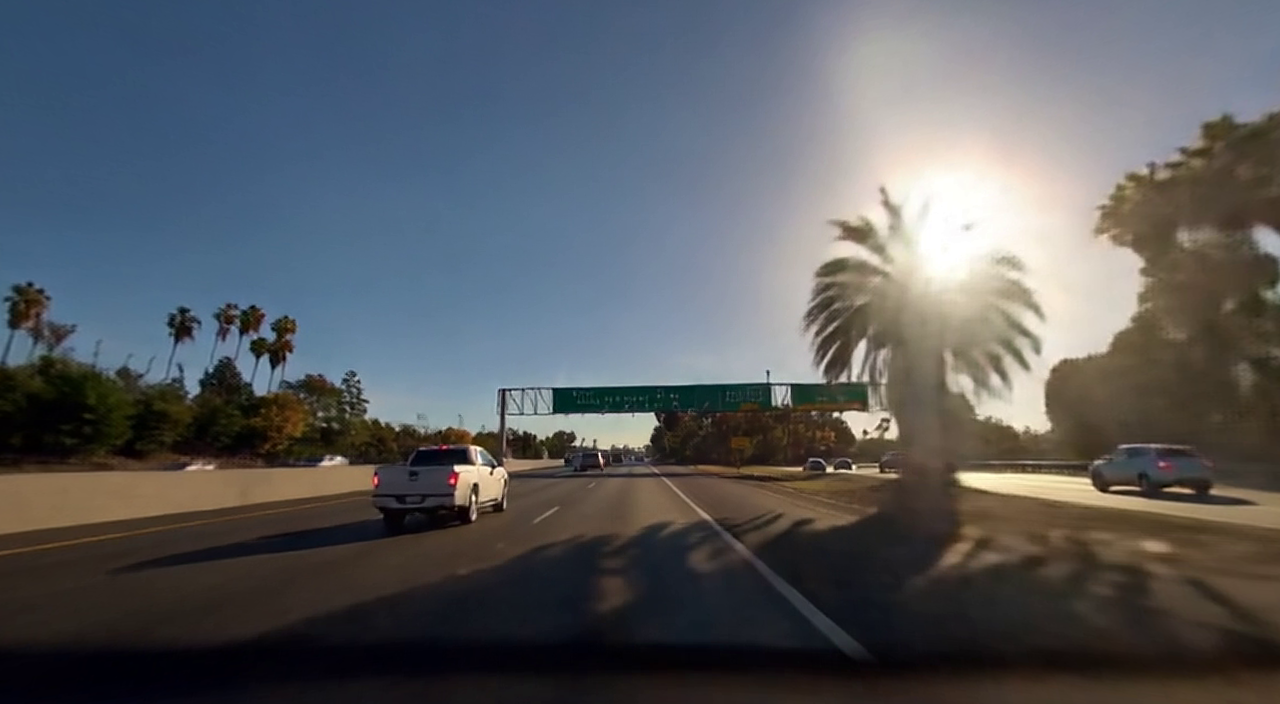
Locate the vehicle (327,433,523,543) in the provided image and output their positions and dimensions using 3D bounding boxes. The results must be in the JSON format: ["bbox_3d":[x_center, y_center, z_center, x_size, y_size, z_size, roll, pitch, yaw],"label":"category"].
[{"bbox_3d":[-3.925,2.568,12.605,2.162,1.747,4.791,0,-9,1],"label":"vehicle"}]

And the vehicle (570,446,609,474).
[{"bbox_3d":[-3.731,8.096,47.388,2.420,1.937,5.916,0,-9,0],"label":"vehicle"}]

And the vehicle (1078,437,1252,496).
[{"bbox_3d":[17.526,3.836,21.448,1.991,1.755,4.836,-1,-9,4],"label":"vehicle"}]

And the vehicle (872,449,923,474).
[{"bbox_3d":[19.615,8.339,48.261,2.033,1.794,5.116,-1,-9,4],"label":"vehicle"}]
